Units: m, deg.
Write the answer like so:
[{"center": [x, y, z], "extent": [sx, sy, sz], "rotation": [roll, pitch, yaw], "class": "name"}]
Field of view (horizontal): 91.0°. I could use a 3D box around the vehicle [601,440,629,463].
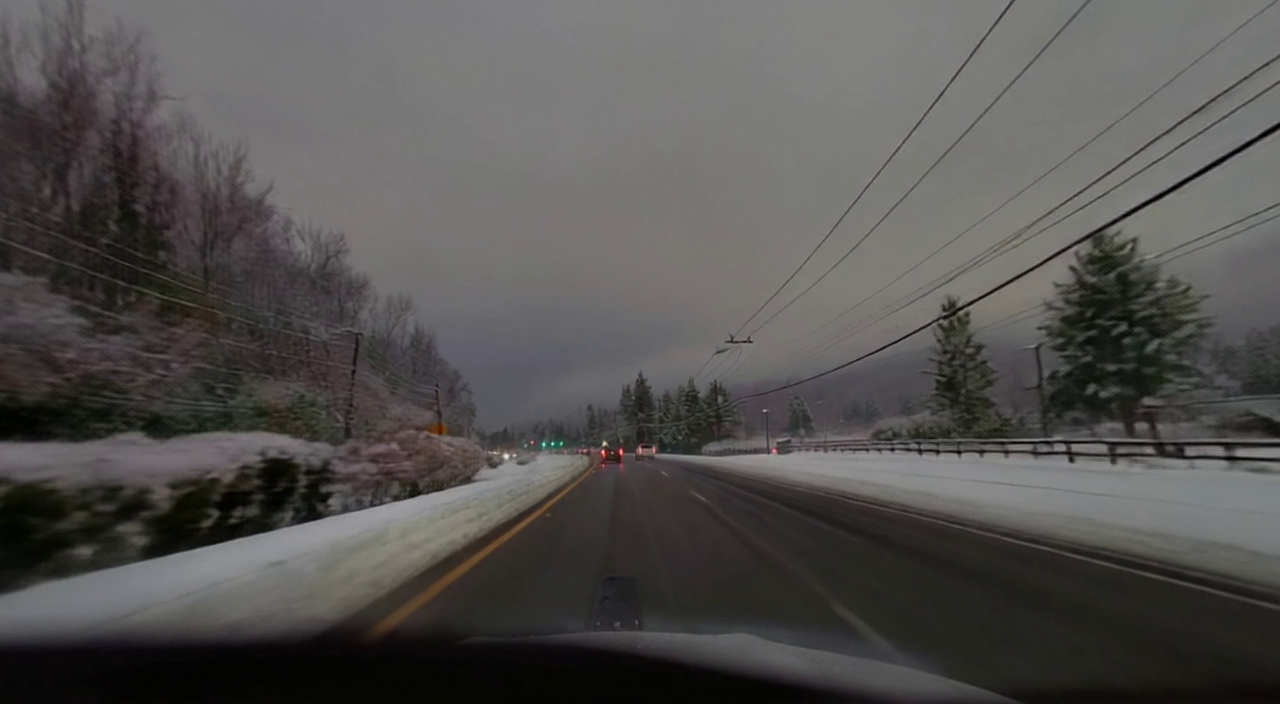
[{"center": [-1.910, 7.431, 46.975], "extent": [2.005, 1.633, 4.044], "rotation": [1, -8, -3], "class": "vehicle"}]
